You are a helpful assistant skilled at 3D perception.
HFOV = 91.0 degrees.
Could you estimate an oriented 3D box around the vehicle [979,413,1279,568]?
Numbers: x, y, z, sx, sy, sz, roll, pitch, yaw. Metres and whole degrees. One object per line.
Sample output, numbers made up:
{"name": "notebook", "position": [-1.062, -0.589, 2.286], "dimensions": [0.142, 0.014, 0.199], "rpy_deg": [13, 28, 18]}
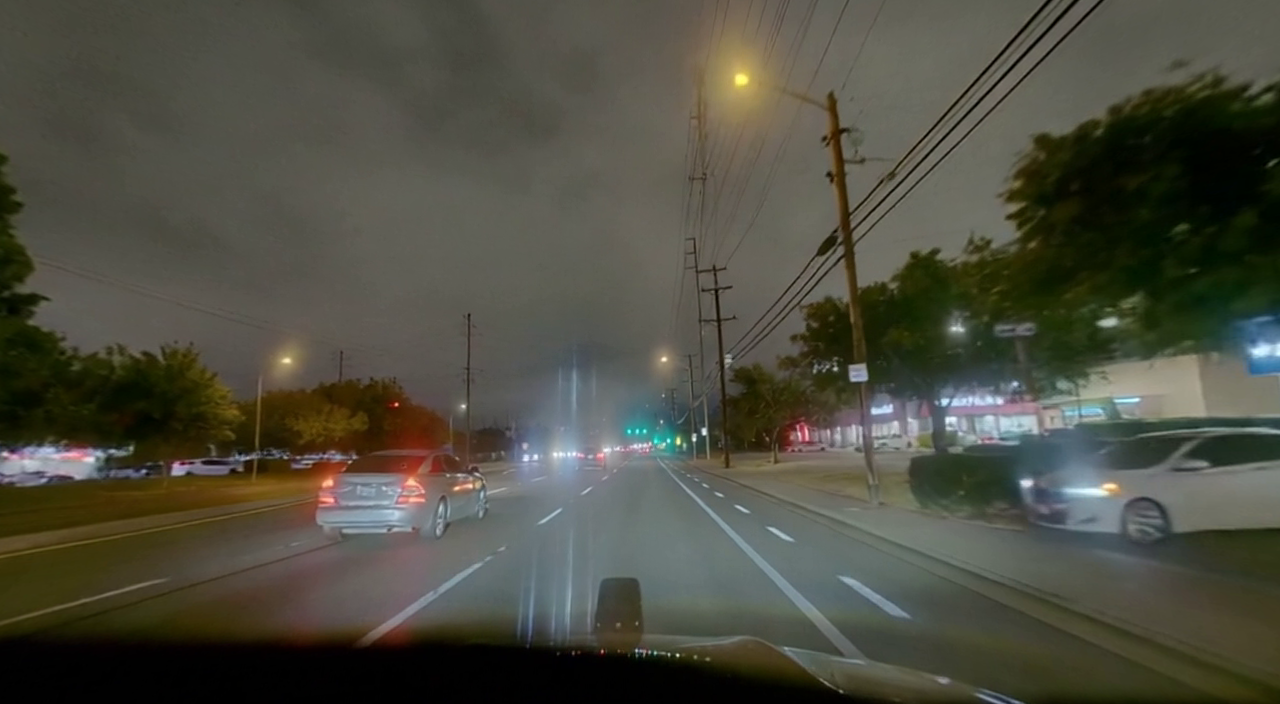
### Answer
{"name": "vehicle", "position": [6.857, 1.590, 7.526], "dimensions": [4.465, 1.566, 1.923], "rpy_deg": [1, -9, -1]}

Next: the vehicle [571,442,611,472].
{"name": "vehicle", "position": [-3.019, 6.582, 39.644], "dimensions": [2.087, 1.736, 4.311], "rpy_deg": [0, -9, 2]}

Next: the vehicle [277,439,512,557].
{"name": "vehicle", "position": [-3.607, 2.216, 10.329], "dimensions": [1.942, 1.469, 4.426], "rpy_deg": [0, -9, 2]}
